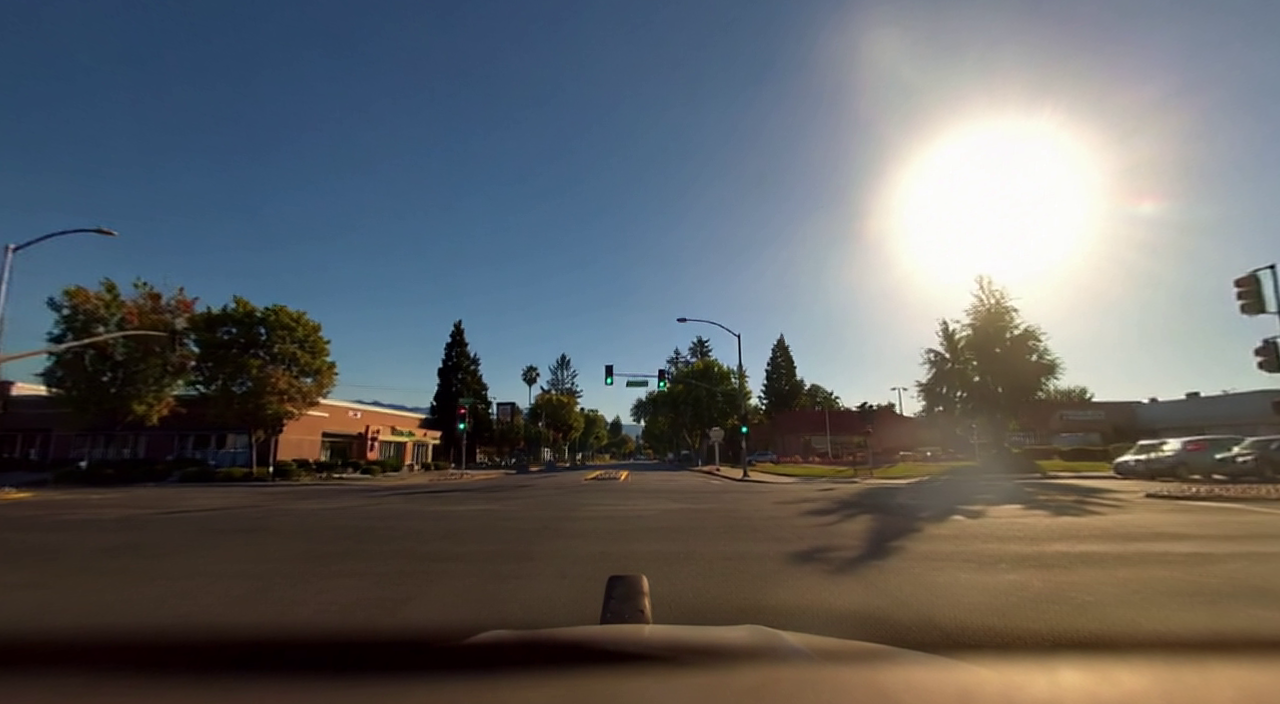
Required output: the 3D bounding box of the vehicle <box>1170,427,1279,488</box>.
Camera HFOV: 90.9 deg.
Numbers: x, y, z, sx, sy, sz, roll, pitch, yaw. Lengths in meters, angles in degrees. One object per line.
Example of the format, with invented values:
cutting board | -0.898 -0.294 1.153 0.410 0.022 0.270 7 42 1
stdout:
vehicle | 17.977 2.940 17.745 4.288 1.600 1.927 0 -8 1
